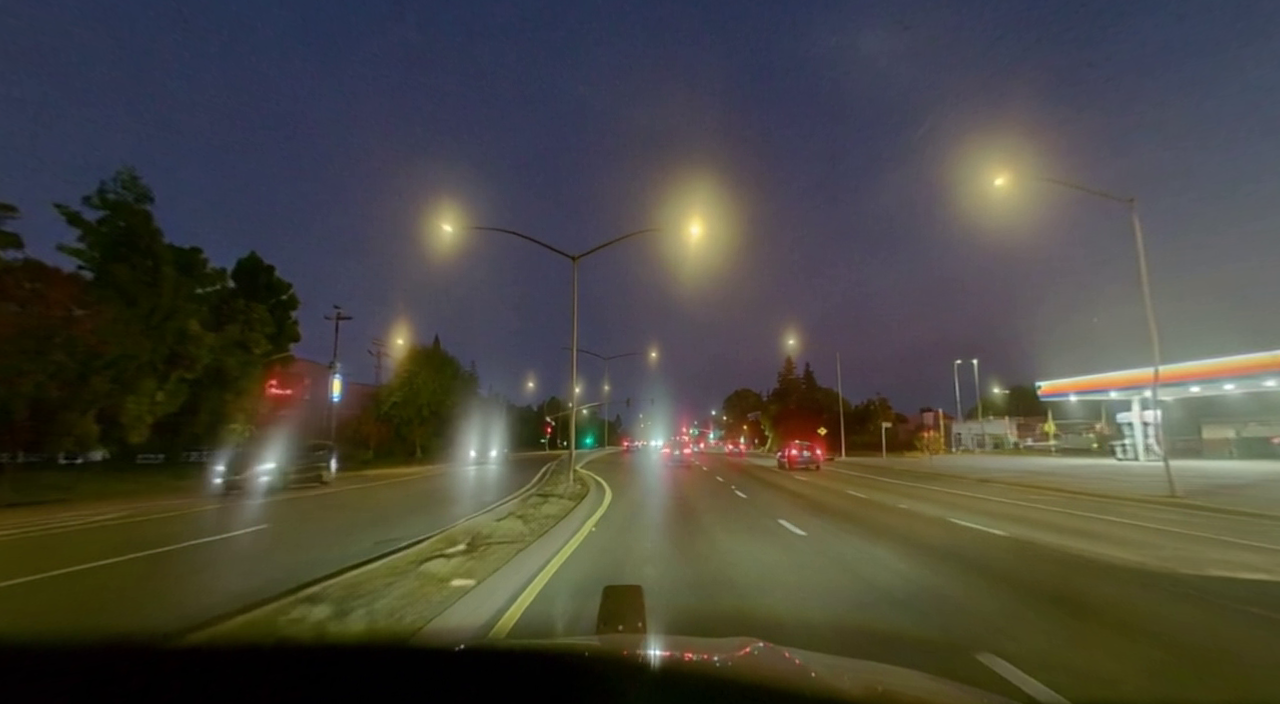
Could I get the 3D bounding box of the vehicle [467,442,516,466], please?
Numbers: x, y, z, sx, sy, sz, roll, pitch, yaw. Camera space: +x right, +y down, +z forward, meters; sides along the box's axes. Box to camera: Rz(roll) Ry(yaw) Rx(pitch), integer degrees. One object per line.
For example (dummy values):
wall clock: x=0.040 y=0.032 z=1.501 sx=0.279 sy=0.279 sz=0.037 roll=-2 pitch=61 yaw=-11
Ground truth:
vehicle: x=-9.682 y=6.670 z=41.361 sx=1.984 sy=1.472 sz=4.487 roll=-1 pitch=-8 yaw=2

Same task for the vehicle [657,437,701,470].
vehicle: x=1.866 y=5.055 z=31.467 sx=1.971 sy=1.479 sz=4.493 roll=-1 pitch=-8 yaw=1

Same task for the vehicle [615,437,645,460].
vehicle: x=-0.779 y=7.016 z=45.606 sx=2.074 sy=1.575 sz=4.326 roll=0 pitch=-9 yaw=-3

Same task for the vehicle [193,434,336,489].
vehicle: x=-13.803 y=4.052 z=23.569 sx=2.022 sy=1.787 sz=5.262 roll=-1 pitch=-8 yaw=1

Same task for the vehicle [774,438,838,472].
vehicle: x=7.996 y=5.010 z=30.698 sx=1.918 sy=1.484 sz=4.456 roll=0 pitch=-8 yaw=0
